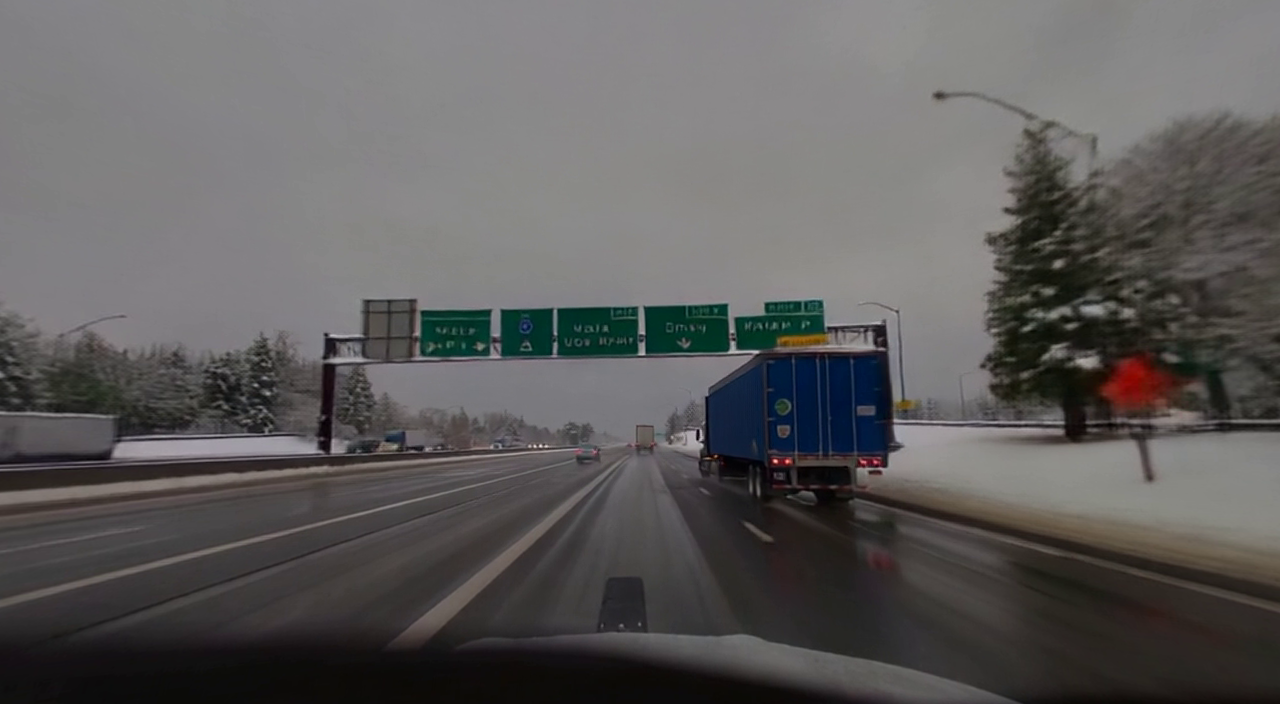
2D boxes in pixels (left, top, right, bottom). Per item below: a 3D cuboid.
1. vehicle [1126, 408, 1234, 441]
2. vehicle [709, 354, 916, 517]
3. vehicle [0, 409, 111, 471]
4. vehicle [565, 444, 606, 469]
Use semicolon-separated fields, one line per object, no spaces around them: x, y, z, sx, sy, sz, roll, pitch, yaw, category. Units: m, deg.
28.762;3.917;33.626;1.928;1.603;4.315;2;-7;-1;vehicle
4.152;2.499;18.399;3.049;3.395;10.595;0;-9;0;vehicle
-33.802;4.842;34.418;2.918;3.123;7.412;0;-9;0;vehicle
-3.466;6.738;40.649;2.143;1.529;4.918;0;-9;1;vehicle
